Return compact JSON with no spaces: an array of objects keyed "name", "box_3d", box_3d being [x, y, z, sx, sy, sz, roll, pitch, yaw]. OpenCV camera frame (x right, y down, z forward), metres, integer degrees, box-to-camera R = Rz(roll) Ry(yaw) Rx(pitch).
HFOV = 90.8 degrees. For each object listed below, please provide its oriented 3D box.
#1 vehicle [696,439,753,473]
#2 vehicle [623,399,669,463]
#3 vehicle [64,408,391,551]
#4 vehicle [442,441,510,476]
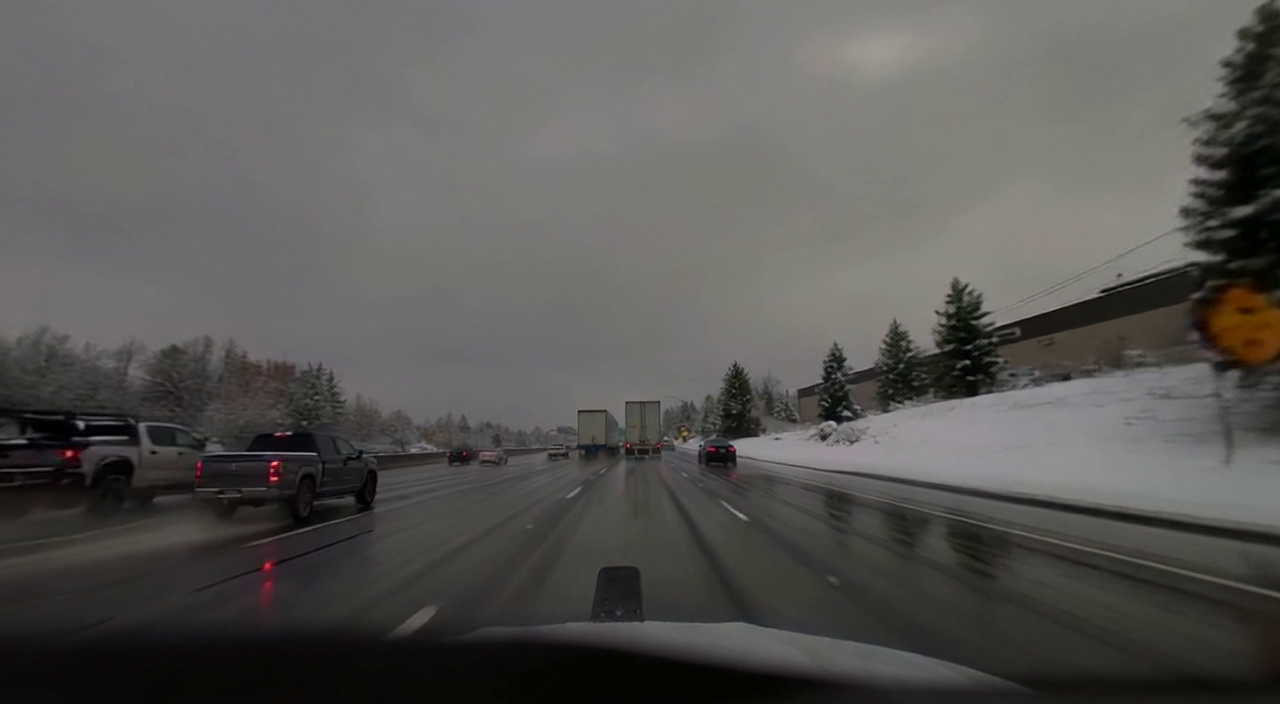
[{"name":"vehicle","box_3d":[3.926,4.907,29.992,2.006,1.452,4.246,0,-9,-1]},{"name":"vehicle","box_3d":[0.384,5.910,46.375,2.969,4.104,10.906,0,-9,0]},{"name":"vehicle","box_3d":[-6.009,1.910,10.087,2.122,1.754,4.379,0,-9,2]},{"name":"vehicle","box_3d":[-7.450,4.872,29.135,1.891,1.460,4.506,0,-9,1]}]
